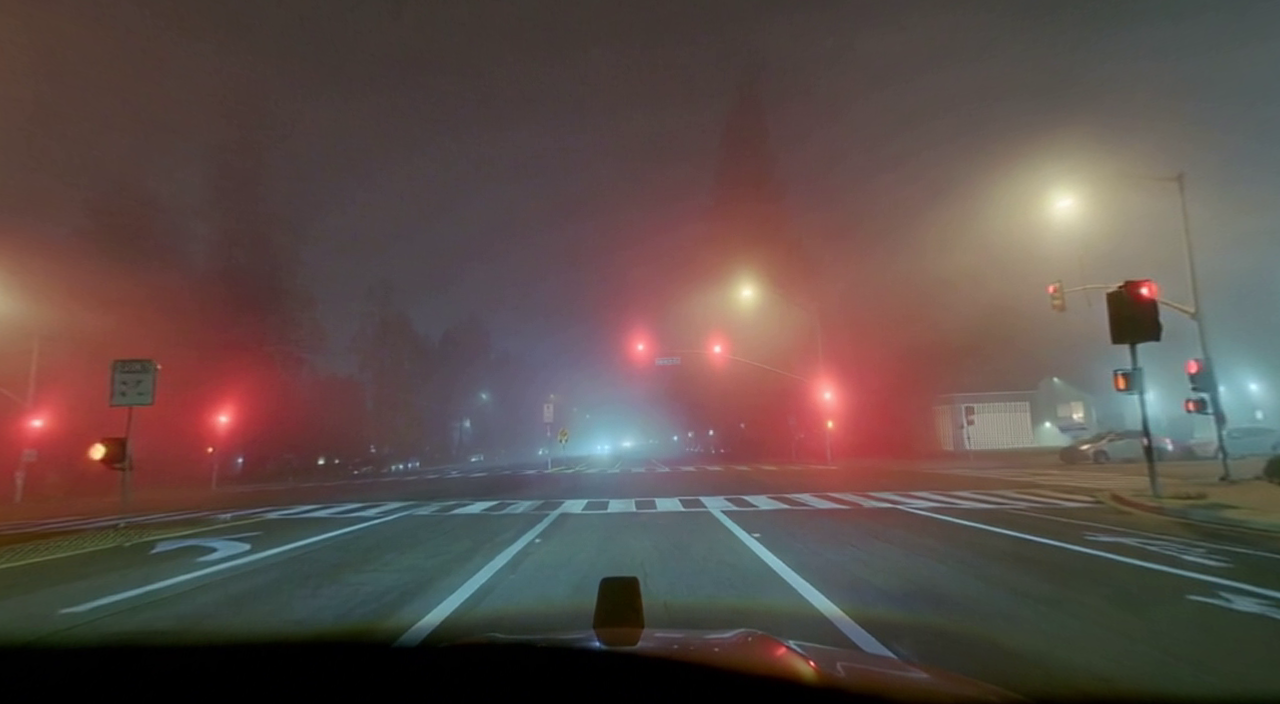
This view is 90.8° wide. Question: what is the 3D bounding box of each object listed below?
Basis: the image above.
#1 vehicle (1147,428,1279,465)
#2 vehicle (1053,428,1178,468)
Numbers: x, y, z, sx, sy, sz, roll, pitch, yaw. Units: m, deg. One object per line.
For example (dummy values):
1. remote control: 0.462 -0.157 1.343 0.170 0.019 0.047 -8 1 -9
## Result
1. vehicle: 27.323 4.481 29.962 4.910 1.644 2.032 0 -8 -4
2. vehicle: 22.089 4.459 29.481 4.323 1.746 1.872 0 -8 -3
